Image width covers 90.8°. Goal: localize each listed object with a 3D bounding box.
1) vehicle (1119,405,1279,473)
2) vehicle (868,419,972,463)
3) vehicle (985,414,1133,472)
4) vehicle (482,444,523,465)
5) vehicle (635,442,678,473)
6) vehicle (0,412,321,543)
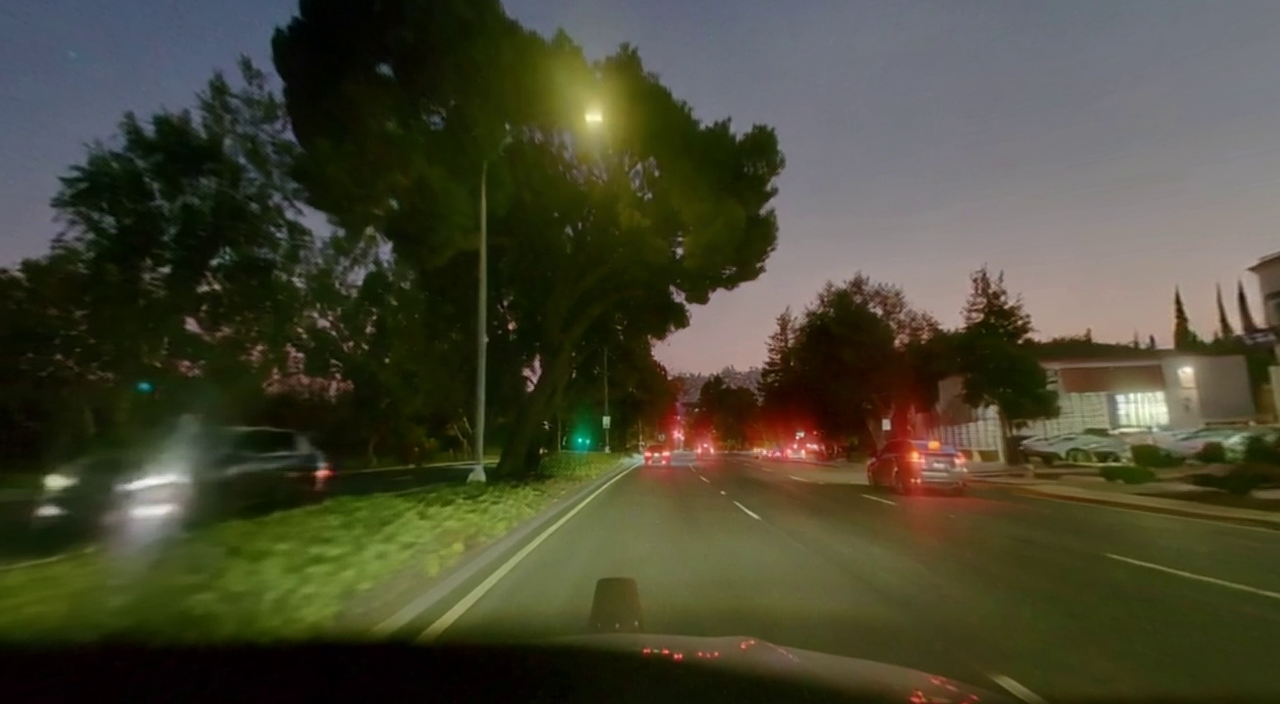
[{"bbox_3d":[28.759,4.467,32.247,6.569,3.235,2.798,1,-9,-9],"label":"vehicle"},{"bbox_3d":[22.048,7.050,49.854,6.856,3.118,2.741,0,-10,-10],"label":"vehicle"},{"bbox_3d":[20.921,4.554,31.702,5.953,2.747,2.389,1,-8,-8],"label":"vehicle"},{"bbox_3d":[-10.035,7.477,46.389,1.907,1.429,4.439,0,-8,2],"label":"vehicle"},{"bbox_3d":[0.886,5.446,32.876,2.095,1.456,3.873,0,-8,2],"label":"vehicle"},{"bbox_3d":[-7.694,2.007,10.767,2.102,1.735,4.491,0,-8,1],"label":"vehicle"}]
